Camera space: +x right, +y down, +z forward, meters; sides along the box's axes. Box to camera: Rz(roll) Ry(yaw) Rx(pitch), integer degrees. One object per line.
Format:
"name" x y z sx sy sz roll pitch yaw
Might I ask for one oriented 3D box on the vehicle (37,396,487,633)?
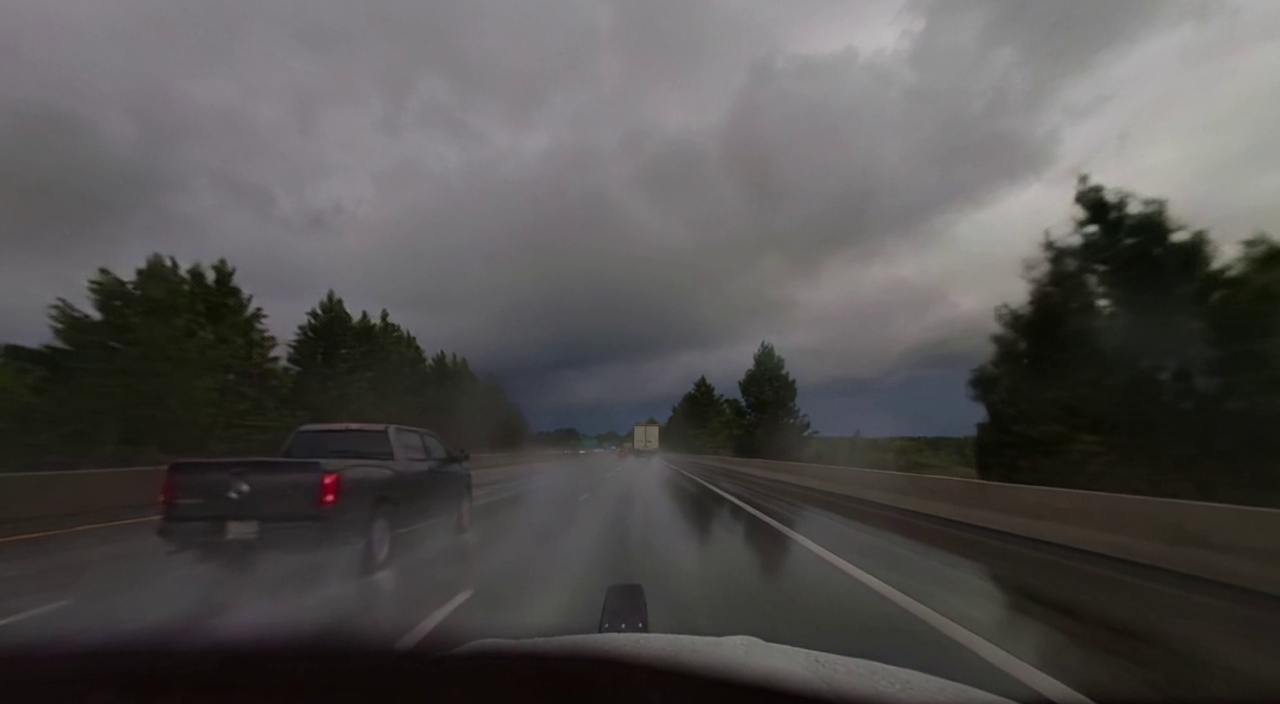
"vehicle" -3.277 1.522 6.900 2.017 1.680 4.636 0 -9 0
